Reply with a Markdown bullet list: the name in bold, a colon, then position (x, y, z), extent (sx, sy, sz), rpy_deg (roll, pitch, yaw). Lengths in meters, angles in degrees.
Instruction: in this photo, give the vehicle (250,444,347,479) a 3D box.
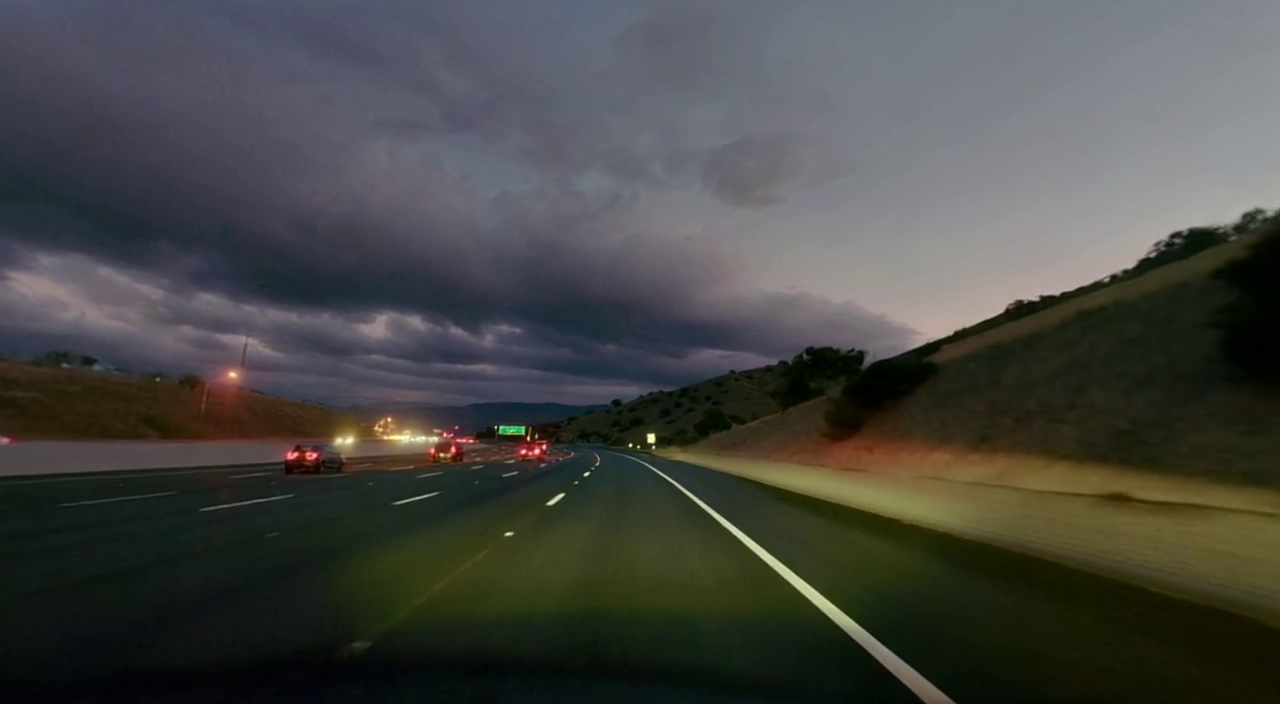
- **vehicle**: position (-15.523, 4.980, 29.038), extent (1.955, 1.429, 4.575), rpy_deg (0, -8, -1)
